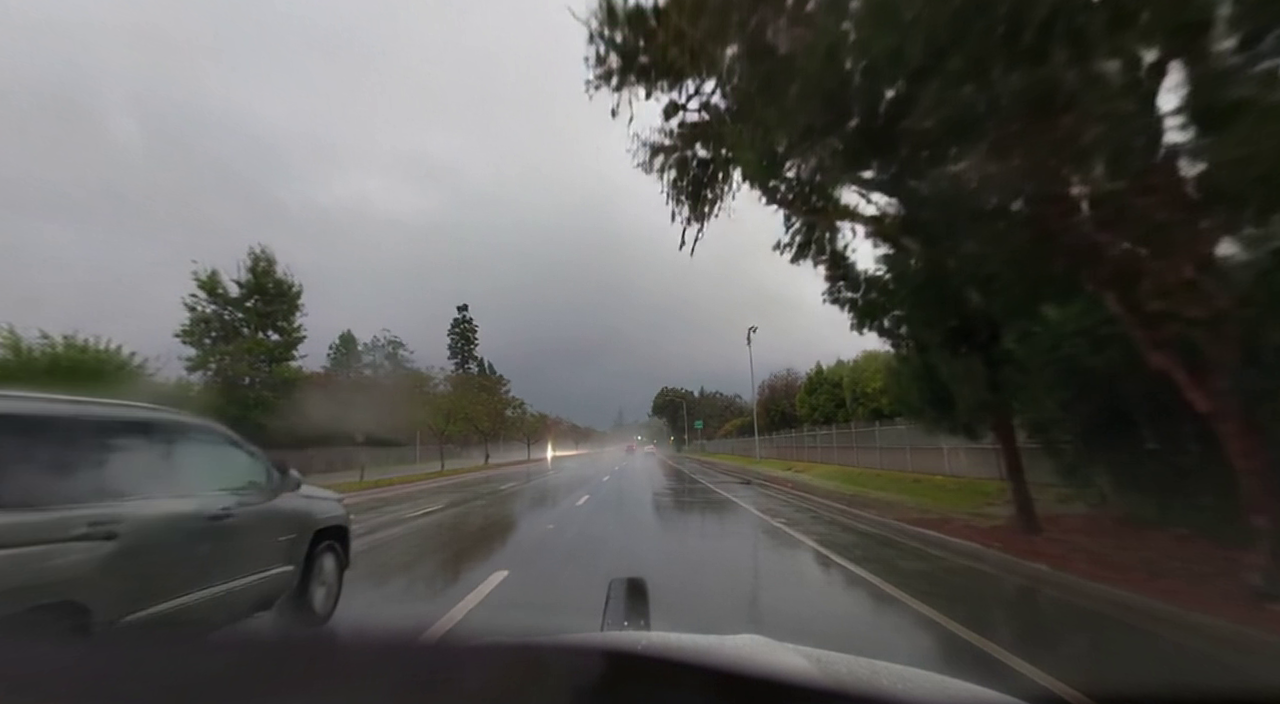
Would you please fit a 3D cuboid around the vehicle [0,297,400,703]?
[{"bbox_3d":[-3.239,0.907,3.179,2.160,1.855,4.695,0,-8,0],"label":"vehicle"}]
